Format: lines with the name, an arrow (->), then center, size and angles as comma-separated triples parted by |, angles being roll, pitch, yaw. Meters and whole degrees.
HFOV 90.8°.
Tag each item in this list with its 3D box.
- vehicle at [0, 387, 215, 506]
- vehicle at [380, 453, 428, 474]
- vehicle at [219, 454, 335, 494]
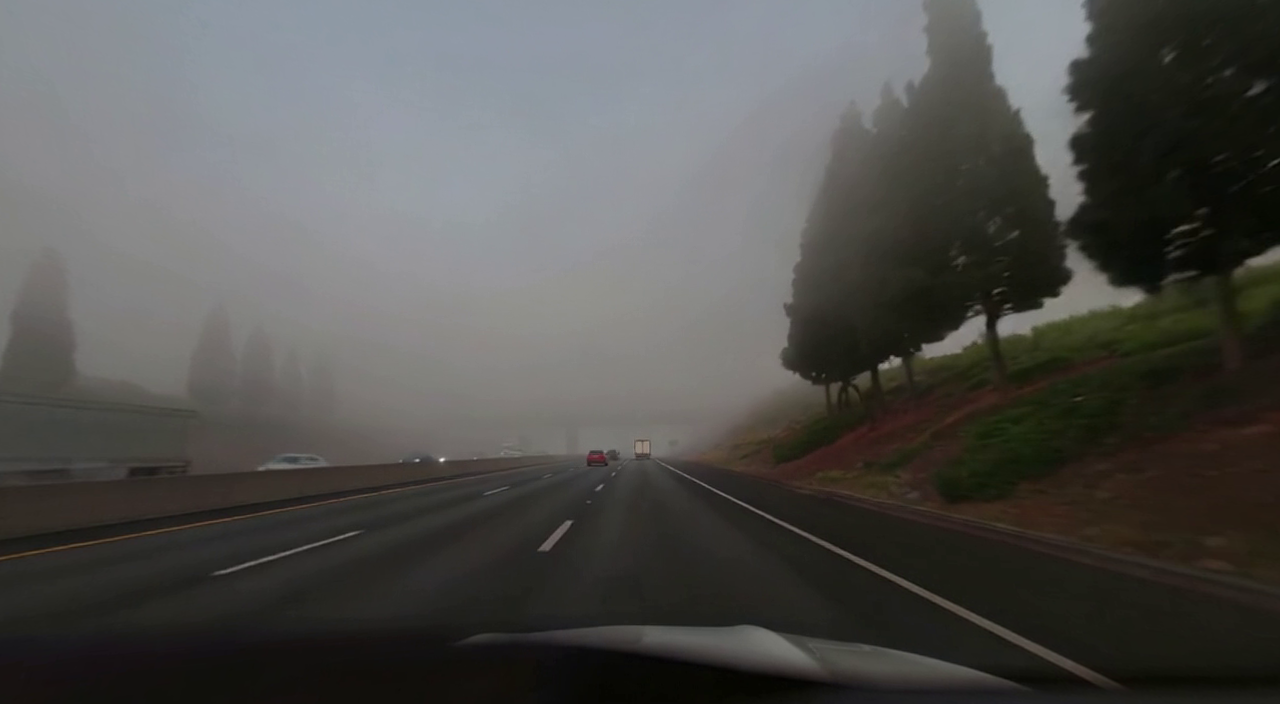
vehicle -> -22.316, 3.375, 22.437 | 2.908, 3.830, 16.795 | 0, -9, -1
vehicle -> -18.074, 8.561, 48.601 | 1.826, 1.491, 4.766 | 0, -9, 0
vehicle -> -14.750, 4.962, 25.967 | 2.128, 1.471, 4.471 | 0, -9, 0
